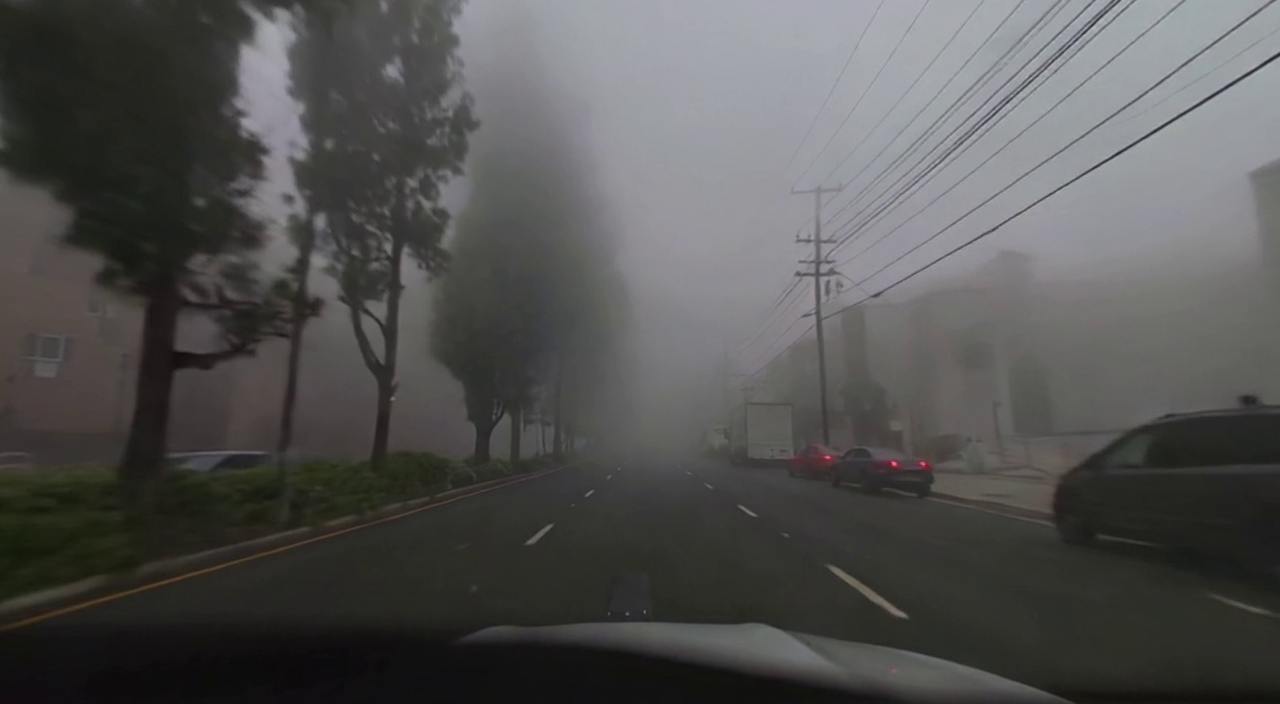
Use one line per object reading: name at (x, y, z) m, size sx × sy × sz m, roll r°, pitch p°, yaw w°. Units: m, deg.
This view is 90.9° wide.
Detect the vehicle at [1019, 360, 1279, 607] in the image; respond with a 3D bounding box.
vehicle at (6.780, 1.221, 6.032) m, size 2.563 × 2.090 × 6.077 m, roll 0°, pitch -9°, yaw 1°

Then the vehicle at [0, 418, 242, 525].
vehicle at (-12.042, 2.615, 14.370) m, size 2.418 × 1.978 × 5.196 m, roll 0°, pitch -9°, yaw 1°

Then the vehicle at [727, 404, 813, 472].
vehicle at (7.034, 4.972, 35.701) m, size 2.761 × 3.342 × 8.958 m, roll 0°, pitch -9°, yaw -1°

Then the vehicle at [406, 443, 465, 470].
vehicle at (-11.769, 6.032, 36.573) m, size 1.853 × 1.498 × 4.465 m, roll 0°, pitch -9°, yaw 0°

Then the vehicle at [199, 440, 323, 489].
vehicle at (-15.253, 4.495, 25.744) m, size 1.932 × 1.784 × 4.751 m, roll -1°, pitch -8°, yaw 3°

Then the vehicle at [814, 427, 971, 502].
vehicle at (7.022, 3.205, 18.395) m, size 2.258 × 1.845 × 5.381 m, roll 0°, pitch -9°, yaw -1°
